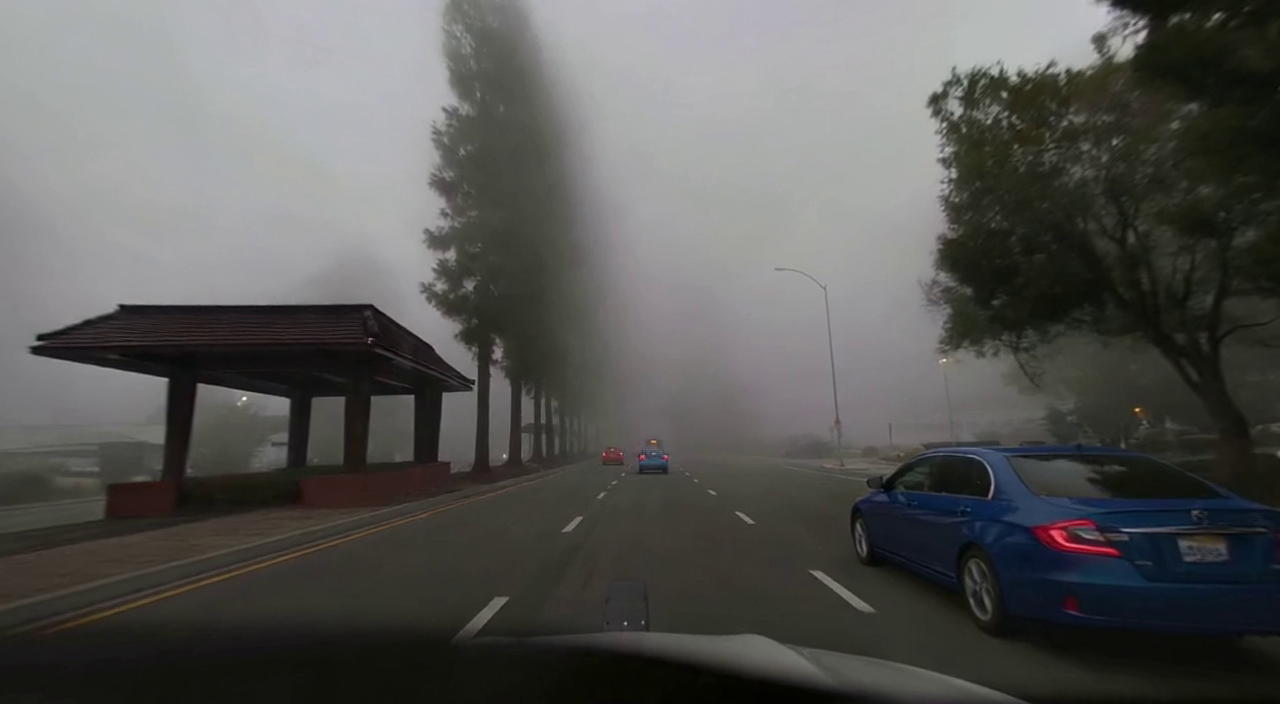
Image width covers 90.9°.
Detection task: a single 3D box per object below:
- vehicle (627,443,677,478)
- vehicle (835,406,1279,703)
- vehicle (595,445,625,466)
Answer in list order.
[{"bbox_3d":[0.533,5.036,29.470,2.144,1.505,4.128,0,-8,0],"label":"vehicle"},{"bbox_3d":[3.340,1.330,5.194,2.067,1.497,4.327,0,-8,0],"label":"vehicle"},{"bbox_3d":[-2.228,7.884,48.314,2.036,1.481,4.151,-1,-8,1],"label":"vehicle"}]
